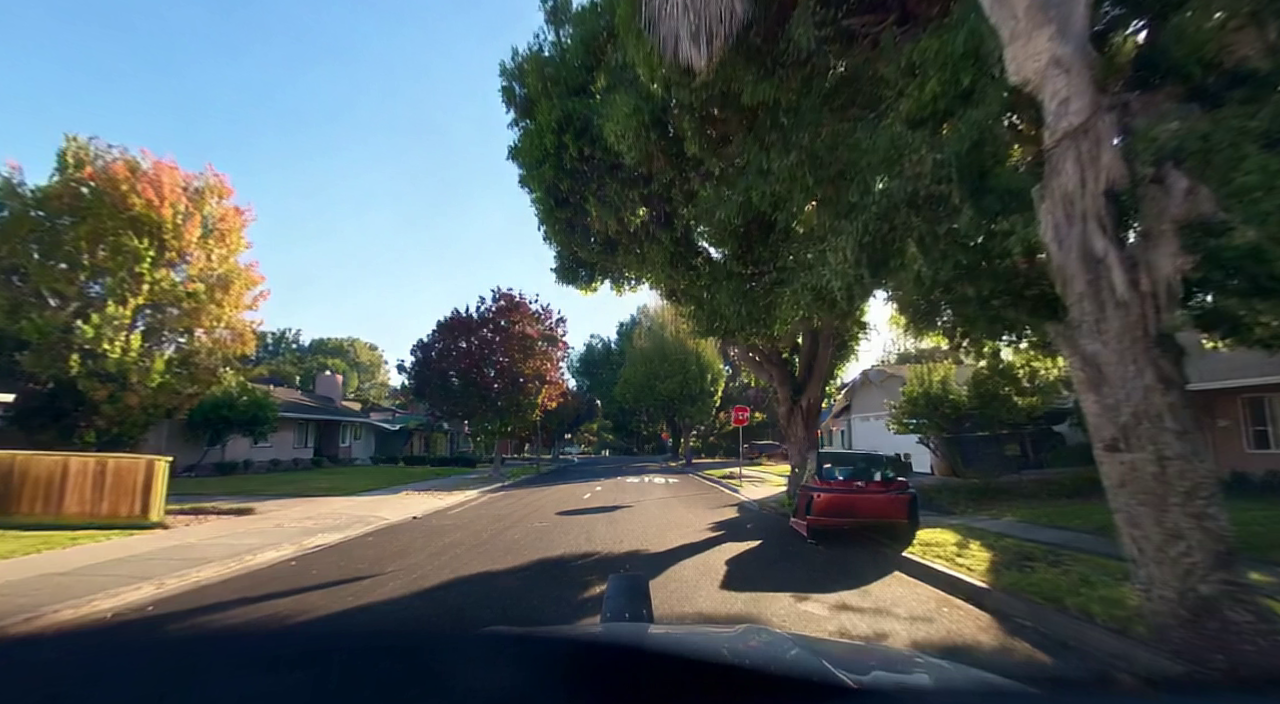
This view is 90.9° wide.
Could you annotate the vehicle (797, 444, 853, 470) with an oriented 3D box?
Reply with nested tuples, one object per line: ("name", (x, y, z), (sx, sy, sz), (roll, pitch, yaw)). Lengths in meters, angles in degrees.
("vehicle", (11.716, 6.552, 39.691), (2.004, 1.511, 4.494), (-6, -10, 35))

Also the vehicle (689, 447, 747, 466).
("vehicle", (5.990, 8.036, 48.527), (4.229, 1.402, 1.811), (0, -9, 0))

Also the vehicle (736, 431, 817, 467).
("vehicle", (9.896, 7.005, 45.862), (5.239, 1.933, 2.131), (-5, -3, -3))
